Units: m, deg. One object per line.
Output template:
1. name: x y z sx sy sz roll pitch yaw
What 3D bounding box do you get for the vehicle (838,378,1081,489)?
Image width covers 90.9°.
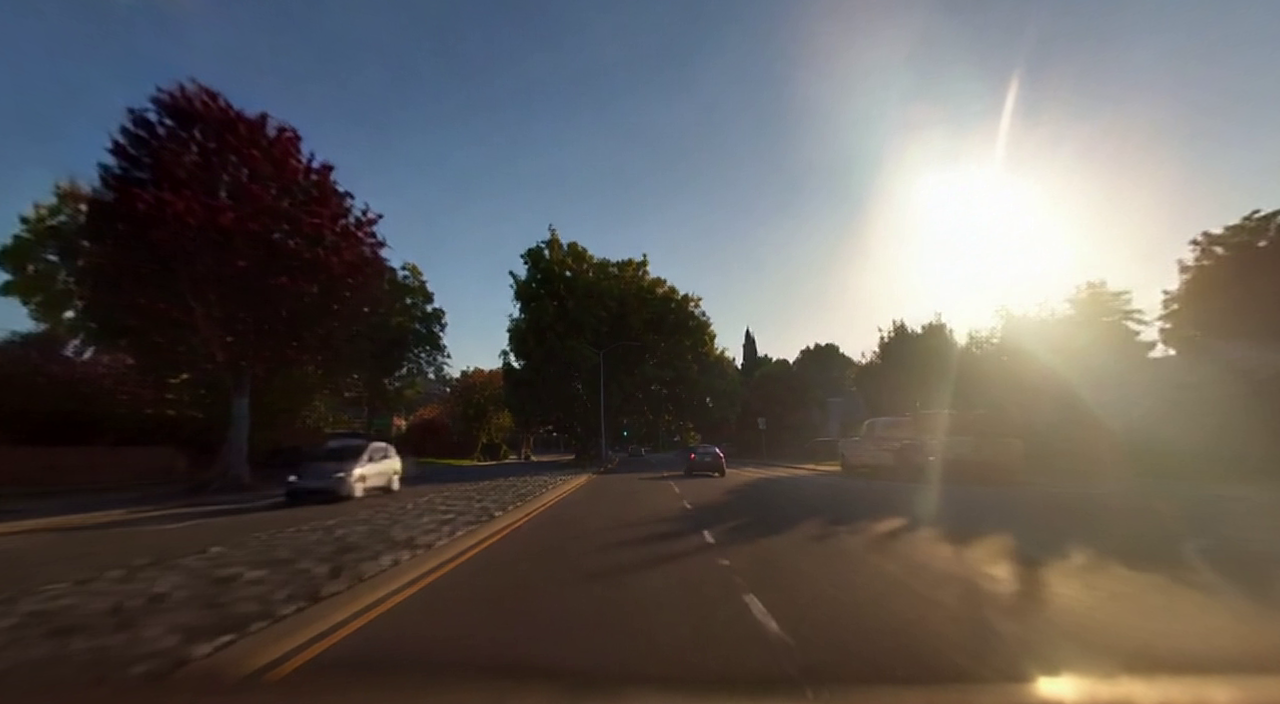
1. vehicle: 9.227 2.572 19.402 2.331 2.747 6.993 2 -9 -16

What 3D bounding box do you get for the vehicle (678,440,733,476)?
1. vehicle: 2.841 4.721 28.342 1.960 1.479 4.086 0 -9 -1

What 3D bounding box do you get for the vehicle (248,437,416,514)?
1. vehicle: -8.051 3.247 17.137 2.178 1.761 4.724 0 -9 0

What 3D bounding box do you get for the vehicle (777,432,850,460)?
1. vehicle: 11.583 6.319 42.318 4.202 1.794 2.063 0 -9 -1
